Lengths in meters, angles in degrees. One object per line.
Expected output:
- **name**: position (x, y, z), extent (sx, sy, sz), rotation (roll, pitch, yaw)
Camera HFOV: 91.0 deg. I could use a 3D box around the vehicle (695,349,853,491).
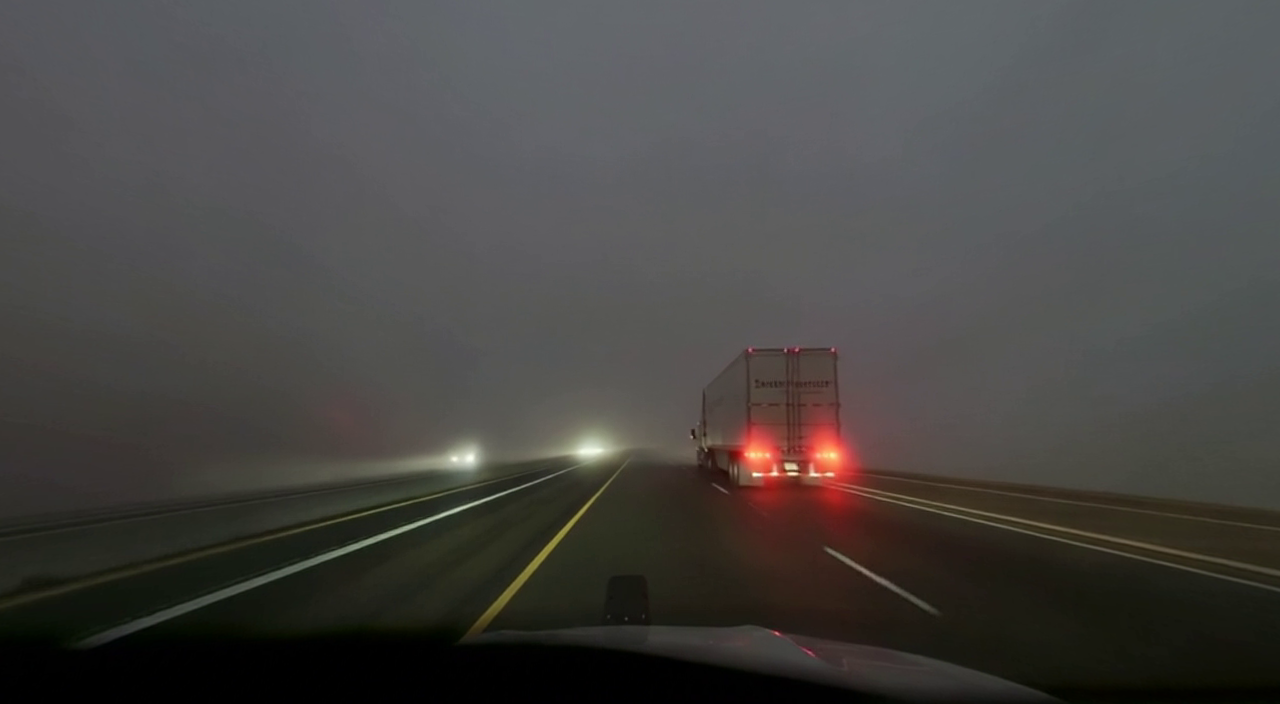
- **vehicle**: position (4.603, 3.057, 26.176), extent (3.187, 4.197, 15.004), rotation (0, -8, 0)
